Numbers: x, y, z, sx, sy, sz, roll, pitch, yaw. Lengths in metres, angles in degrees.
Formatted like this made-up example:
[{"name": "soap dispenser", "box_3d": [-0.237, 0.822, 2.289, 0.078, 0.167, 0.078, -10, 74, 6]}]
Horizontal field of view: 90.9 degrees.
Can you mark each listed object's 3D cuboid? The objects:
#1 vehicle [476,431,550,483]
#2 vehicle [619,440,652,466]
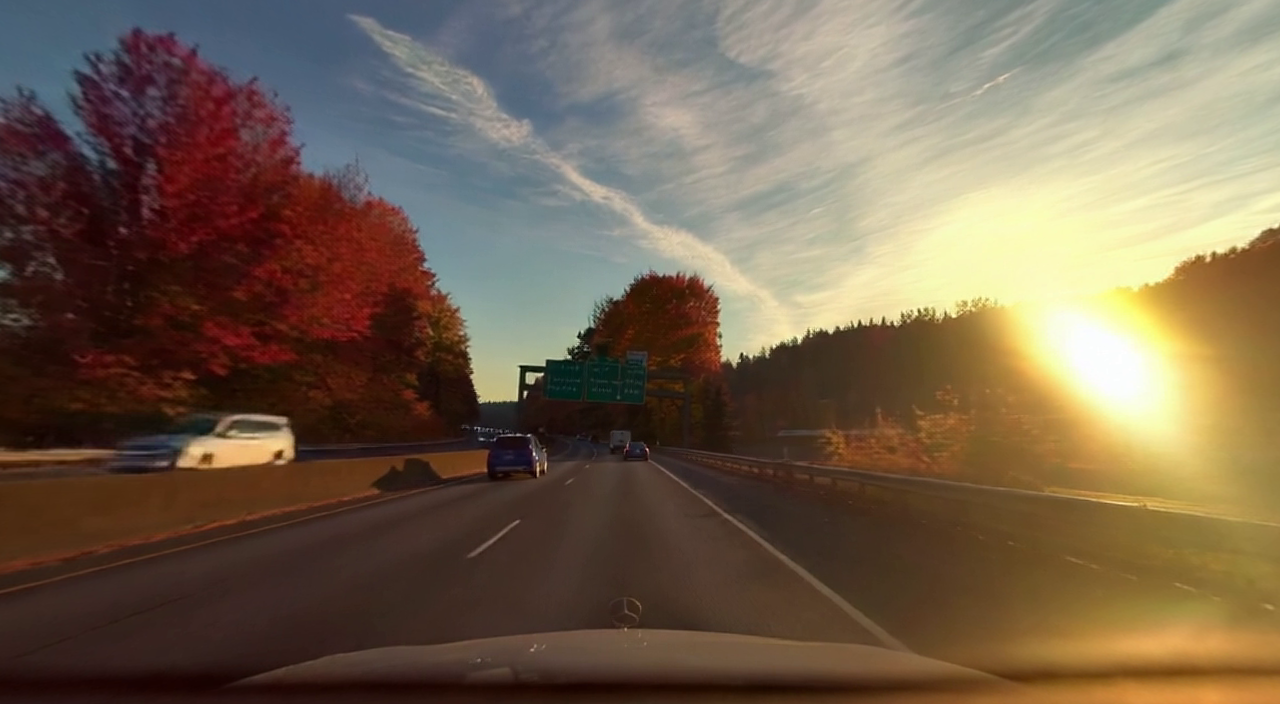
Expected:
[{"name": "vehicle", "box_3d": [-4.577, 3.861, 23.380, 1.924, 1.720, 4.195, 0, -8, -1]}, {"name": "vehicle", "box_3d": [-0.296, 6.278, 39.267, 1.939, 1.497, 3.863, 0, -8, -1]}]
